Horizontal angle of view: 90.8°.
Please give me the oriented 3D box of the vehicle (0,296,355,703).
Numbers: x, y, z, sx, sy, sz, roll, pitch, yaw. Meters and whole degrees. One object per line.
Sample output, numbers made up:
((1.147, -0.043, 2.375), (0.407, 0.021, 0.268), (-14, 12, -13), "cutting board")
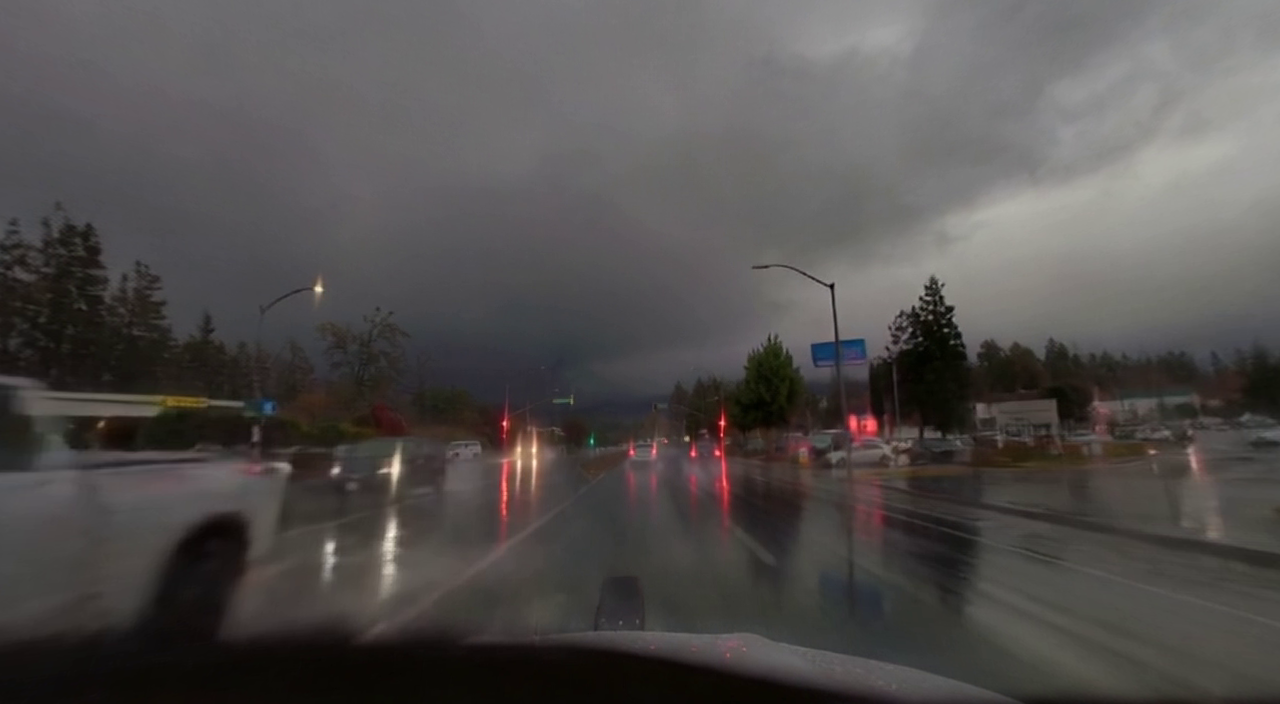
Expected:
((-3.120, 0.749, 2.253), (2.092, 1.779, 4.468), (0, -9, 0), "vehicle")

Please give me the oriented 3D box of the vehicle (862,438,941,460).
((18.583, 6.910, 45.069), (4.793, 1.470, 1.961), (0, -9, 1), "vehicle")

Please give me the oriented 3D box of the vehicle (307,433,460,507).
((-6.433, 2.989, 16.544), (2.051, 1.634, 4.593), (0, -8, 0), "vehicle")

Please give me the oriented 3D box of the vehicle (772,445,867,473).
((9.808, 5.875, 34.839), (4.662, 1.495, 1.998), (-1, -9, 5), "vehicle")

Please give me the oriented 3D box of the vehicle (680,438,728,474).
((3.309, 5.458, 33.413), (2.046, 1.768, 4.370), (0, -9, 0), "vehicle")

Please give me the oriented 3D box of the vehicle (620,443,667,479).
((0.141, 4.697, 27.520), (1.917, 1.418, 3.987), (0, -9, 0), "vehicle")
